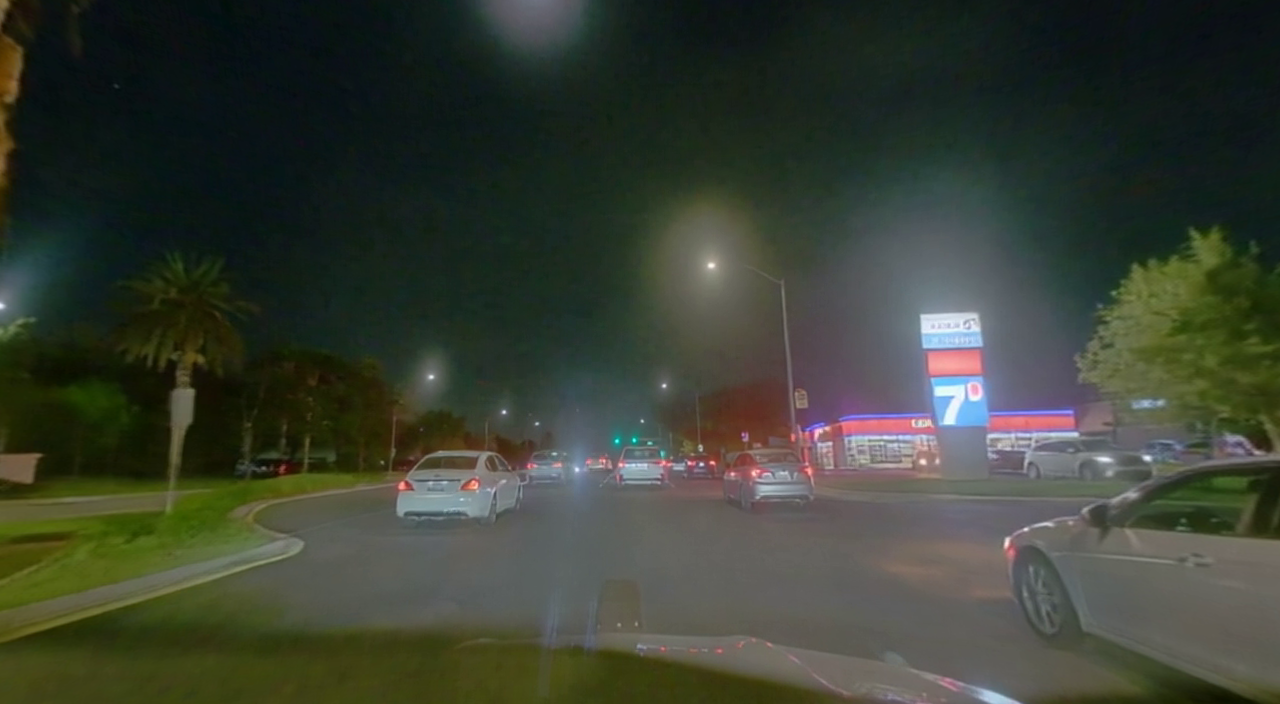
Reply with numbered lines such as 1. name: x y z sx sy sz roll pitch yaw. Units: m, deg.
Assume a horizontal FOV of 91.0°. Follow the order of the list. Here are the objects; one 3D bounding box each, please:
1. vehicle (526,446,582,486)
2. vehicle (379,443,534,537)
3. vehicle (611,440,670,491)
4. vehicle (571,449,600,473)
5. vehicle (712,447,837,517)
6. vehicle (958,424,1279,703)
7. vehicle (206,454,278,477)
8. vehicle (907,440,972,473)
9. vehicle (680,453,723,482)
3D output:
1. vehicle: -3.846 5.177 28.955 1.932 1.695 4.235 0 -8 0
2. vehicle: -3.341 2.549 12.374 1.864 1.505 4.202 0 -8 -1
3. vehicle: -0.009 4.540 25.550 2.164 1.867 4.254 0 -8 -1
4. vehicle: -4.088 8.250 47.669 1.871 1.673 3.920 0 -8 0
5. vehicle: 3.157 3.141 15.850 1.977 1.480 4.589 0 -8 -2
6. vehicle: 3.660 1.097 3.082 1.867 1.448 4.436 0 -8 0
7. vehicle: -30.428 8.698 48.194 4.123 1.648 2.053 0 -8 0
8. vehicle: 18.221 6.361 38.538 1.905 1.833 4.347 0 -8 2
9. vehicle: 3.400 6.453 35.534 1.880 1.476 3.932 0 -8 -2
